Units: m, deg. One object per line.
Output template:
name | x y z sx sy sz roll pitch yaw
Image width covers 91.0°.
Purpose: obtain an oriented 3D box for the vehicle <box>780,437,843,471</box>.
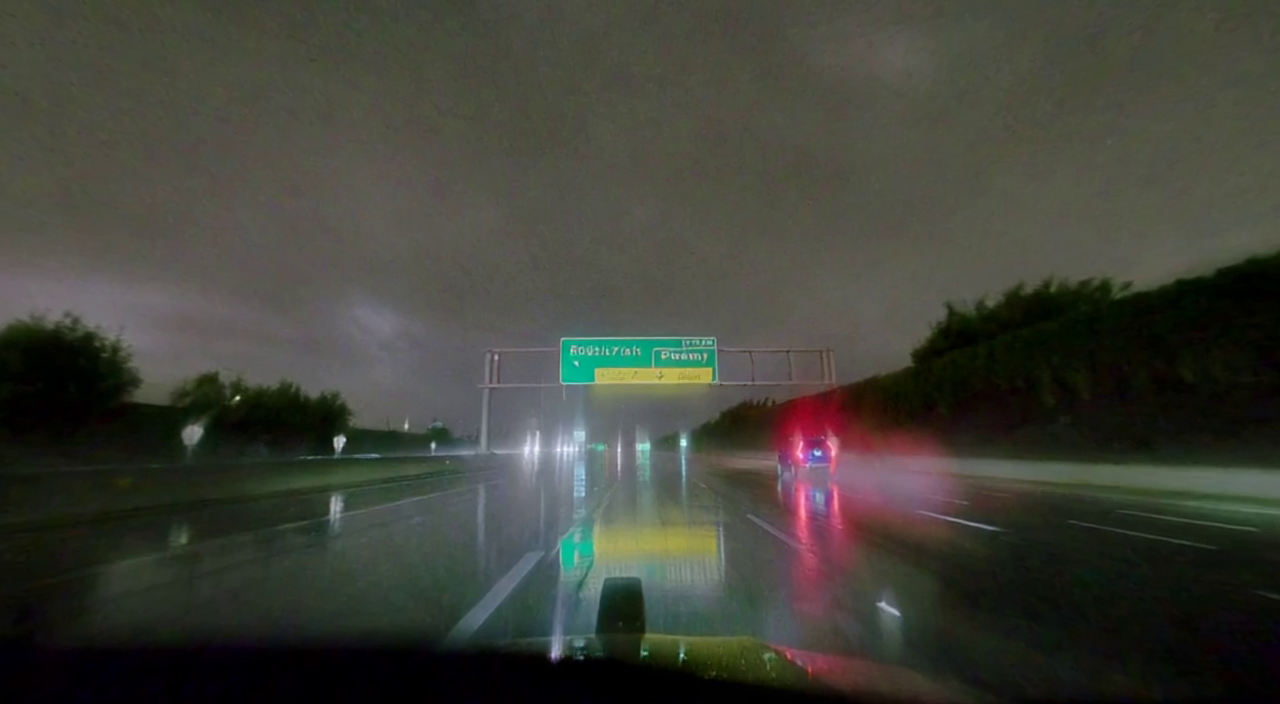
vehicle | 9.332 5.599 34.690 2.091 1.711 4.383 0 -9 -2
